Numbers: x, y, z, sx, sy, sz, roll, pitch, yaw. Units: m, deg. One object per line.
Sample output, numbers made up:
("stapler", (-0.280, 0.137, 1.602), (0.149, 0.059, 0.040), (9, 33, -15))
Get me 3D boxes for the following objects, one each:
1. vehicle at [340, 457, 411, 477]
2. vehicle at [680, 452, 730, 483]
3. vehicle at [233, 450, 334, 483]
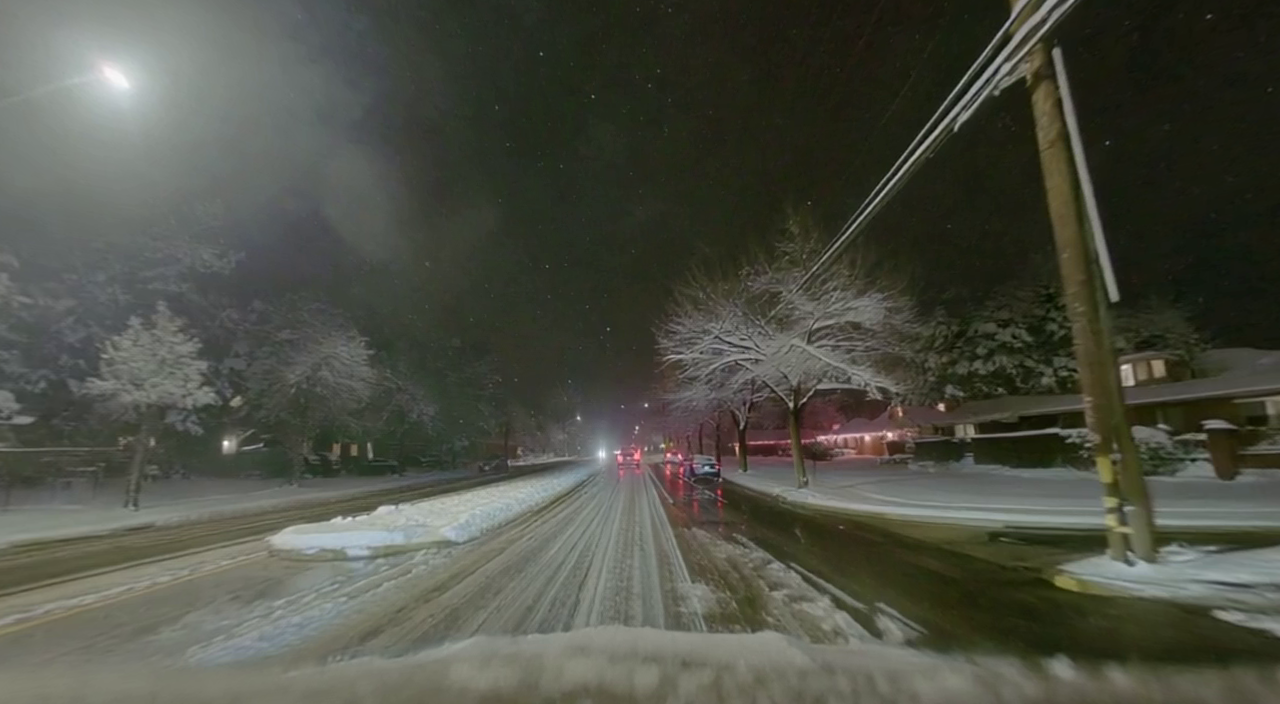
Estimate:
("vehicle", (-19.183, 8.348, 45.933), (4.326, 1.355, 1.812), (1, -9, -4))
("vehicle", (3.402, 6.158, 33.841), (2.014, 1.498, 4.484), (1, -9, -3))
("vehicle", (-20.287, 6.528, 36.134), (4.496, 1.823, 2.046), (1, -9, -6))
